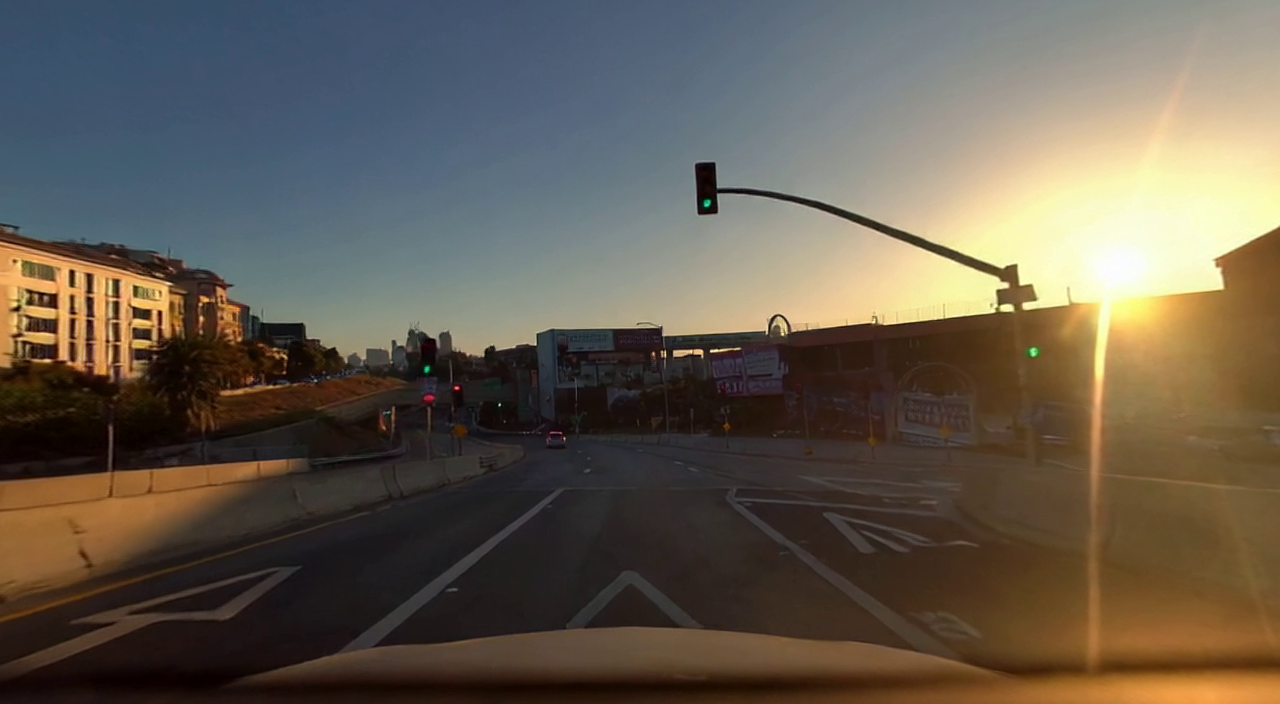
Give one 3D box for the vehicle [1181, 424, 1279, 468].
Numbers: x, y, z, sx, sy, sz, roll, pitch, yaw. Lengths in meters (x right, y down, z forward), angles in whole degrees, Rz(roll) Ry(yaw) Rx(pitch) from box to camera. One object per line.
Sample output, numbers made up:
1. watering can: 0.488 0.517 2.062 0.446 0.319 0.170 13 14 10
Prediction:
1. vehicle: 22.611 3.424 22.934 1.717 1.486 3.824 4 -10 -32
